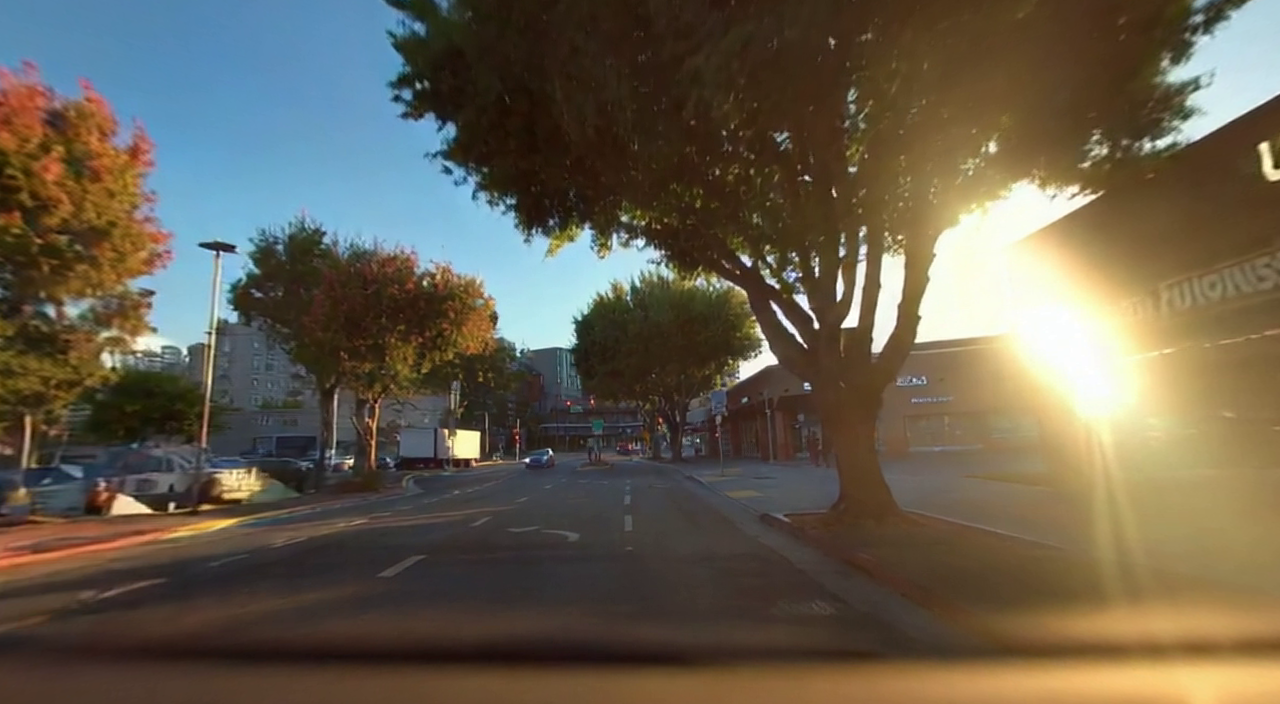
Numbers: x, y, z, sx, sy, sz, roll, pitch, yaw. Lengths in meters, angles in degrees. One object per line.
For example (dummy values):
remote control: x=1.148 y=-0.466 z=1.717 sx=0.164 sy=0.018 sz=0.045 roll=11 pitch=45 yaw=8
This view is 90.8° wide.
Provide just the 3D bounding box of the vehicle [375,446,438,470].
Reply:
vehicle: x=-17.945 y=8.168 z=48.789 sx=2.101 sy=1.721 sz=4.587 roll=-3 pitch=-9 yaw=18

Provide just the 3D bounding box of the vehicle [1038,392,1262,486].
vehicle: x=12.649 y=2.240 z=16.170 sx=2.112 sy=2.050 sz=4.327 roll=-1 pitch=-8 yaw=2

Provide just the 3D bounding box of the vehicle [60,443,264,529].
vehicle: x=-12.782 y=3.536 z=17.349 sx=2.000 sy=2.008 sz=4.287 roll=-1 pitch=-8 yaw=3

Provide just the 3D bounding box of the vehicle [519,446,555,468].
vehicle: x=-7.389 y=7.596 z=45.819 sx=1.899 sy=1.517 sz=4.384 roll=0 pitch=-8 yaw=0
